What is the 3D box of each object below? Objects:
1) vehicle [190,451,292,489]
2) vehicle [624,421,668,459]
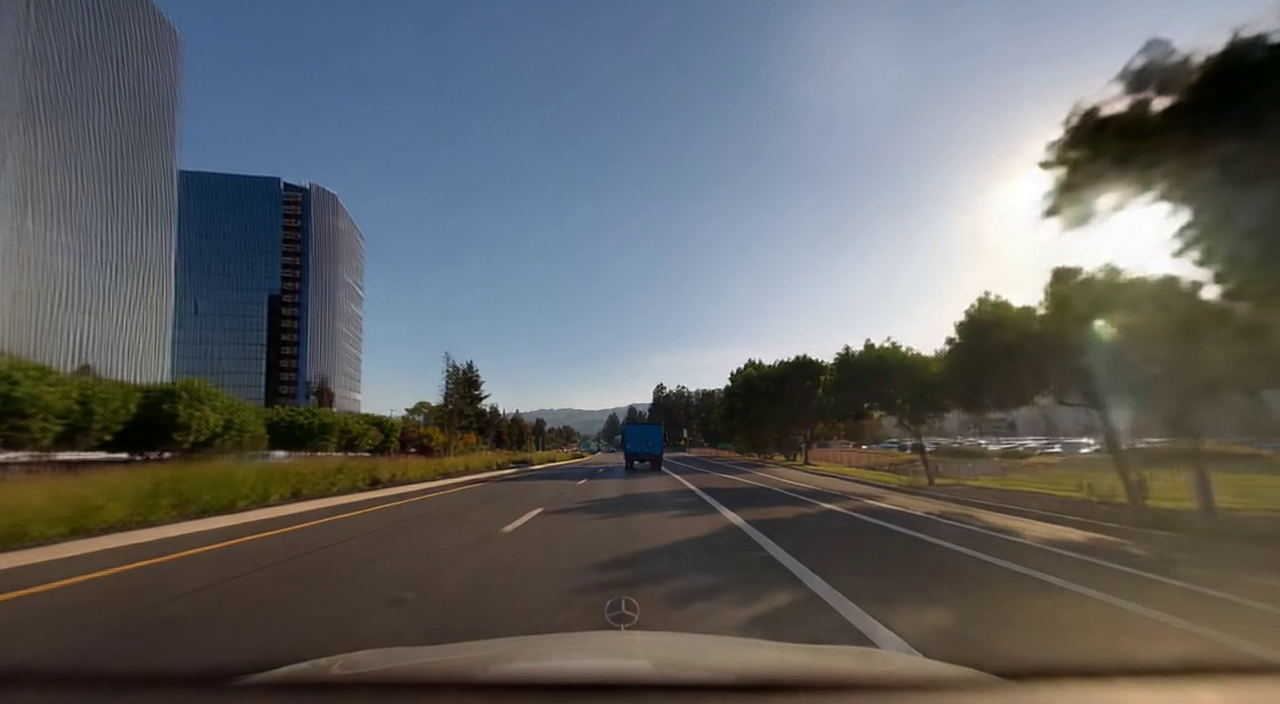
[{"bbox_3d":[-19.327,5.698,30.884,1.930,1.633,4.622,0,-8,0],"label":"vehicle"},{"bbox_3d":[0.266,4.717,33.667,2.178,1.829,4.932,0,-8,-1],"label":"vehicle"}]
